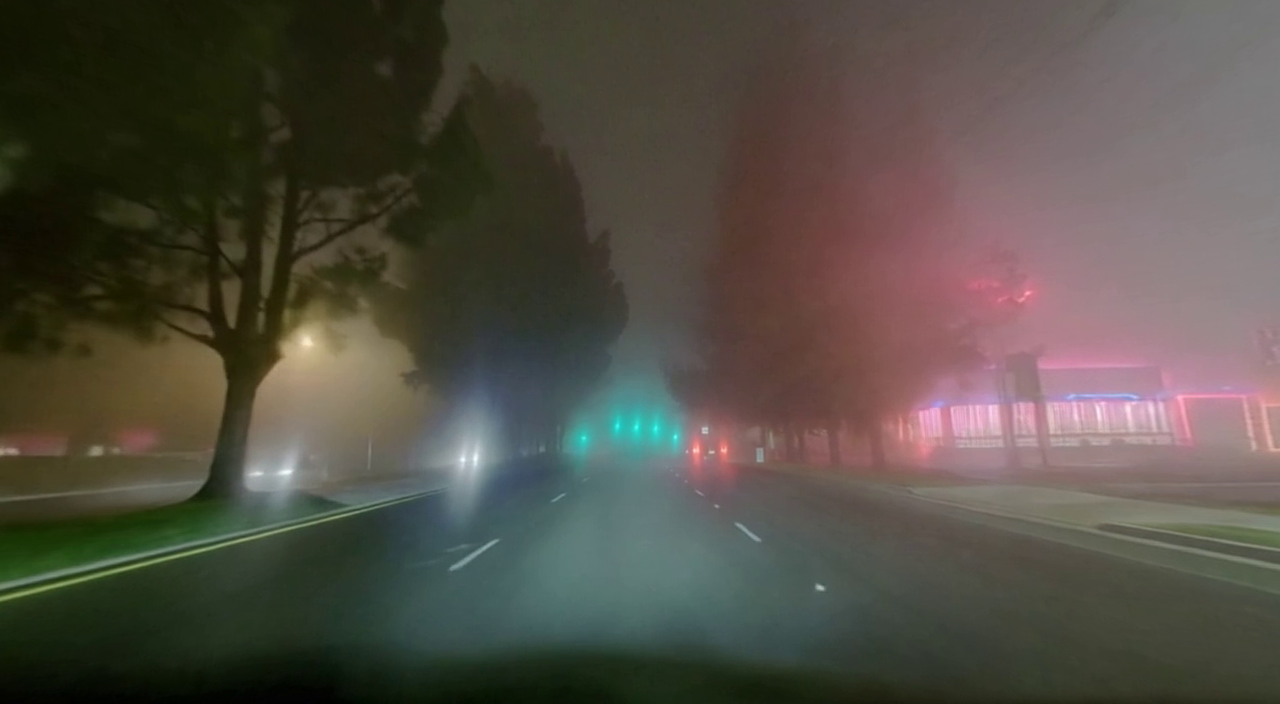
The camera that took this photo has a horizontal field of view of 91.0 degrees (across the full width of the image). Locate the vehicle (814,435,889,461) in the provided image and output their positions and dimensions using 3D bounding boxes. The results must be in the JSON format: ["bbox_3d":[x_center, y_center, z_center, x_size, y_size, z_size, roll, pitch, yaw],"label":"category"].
[{"bbox_3d":[15.392,6.963,45.850,4.659,1.739,2.147,-7,-11,41],"label":"vehicle"}]

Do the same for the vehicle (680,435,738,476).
[{"bbox_3d":[3.122,4.782,29.345,2.083,1.743,4.354,0,-8,-1],"label":"vehicle"}]

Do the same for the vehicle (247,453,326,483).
[{"bbox_3d":[-19.730,6.453,35.347,1.875,1.475,4.433,0,-8,-1],"label":"vehicle"}]

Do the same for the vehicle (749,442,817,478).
[{"bbox_3d":[6.581,5.007,29.544,1.948,1.526,4.641,0,-8,-2],"label":"vehicle"}]
